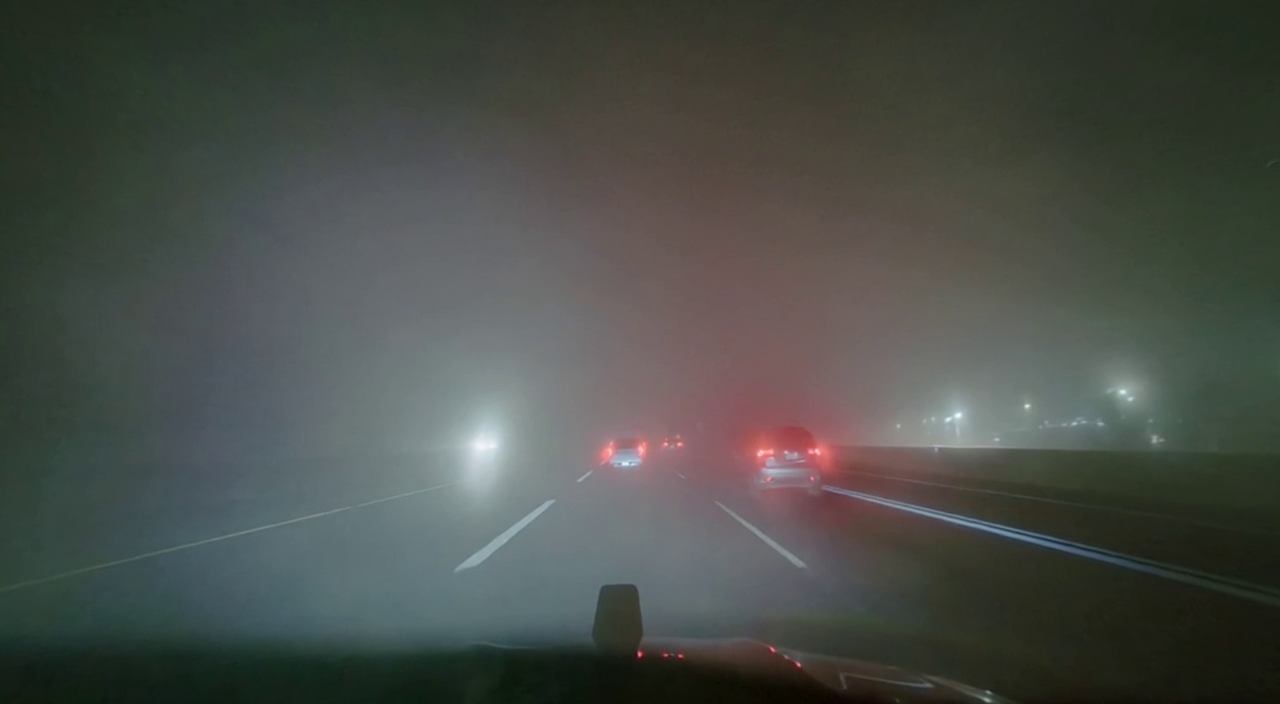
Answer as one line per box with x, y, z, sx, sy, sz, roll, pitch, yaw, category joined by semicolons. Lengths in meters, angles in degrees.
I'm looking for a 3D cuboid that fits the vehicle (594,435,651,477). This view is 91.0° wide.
-0.692;4.252;26.031;2.147;1.576;3.964;0;-8;-1;vehicle
